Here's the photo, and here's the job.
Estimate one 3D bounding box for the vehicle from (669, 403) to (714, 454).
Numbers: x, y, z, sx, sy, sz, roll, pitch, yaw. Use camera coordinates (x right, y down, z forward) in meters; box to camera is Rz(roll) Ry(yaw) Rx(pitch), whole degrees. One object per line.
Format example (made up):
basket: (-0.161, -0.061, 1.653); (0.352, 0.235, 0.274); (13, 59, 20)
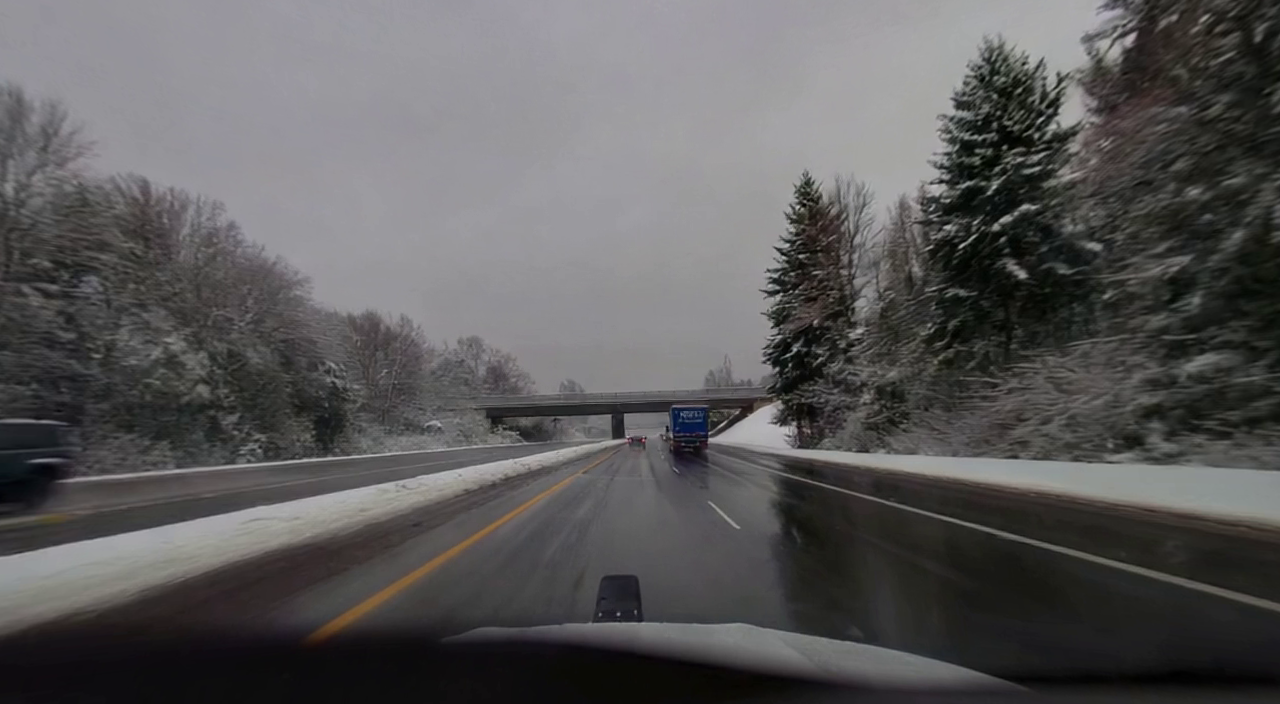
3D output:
vehicle: (3.584, 5.490, 44.886); (2.913, 3.491, 2.811); (0, -8, -1)

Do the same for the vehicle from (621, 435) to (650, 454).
vehicle: (-0.327, 6.829, 46.807); (1.996, 1.325, 4.029); (0, -8, 0)
